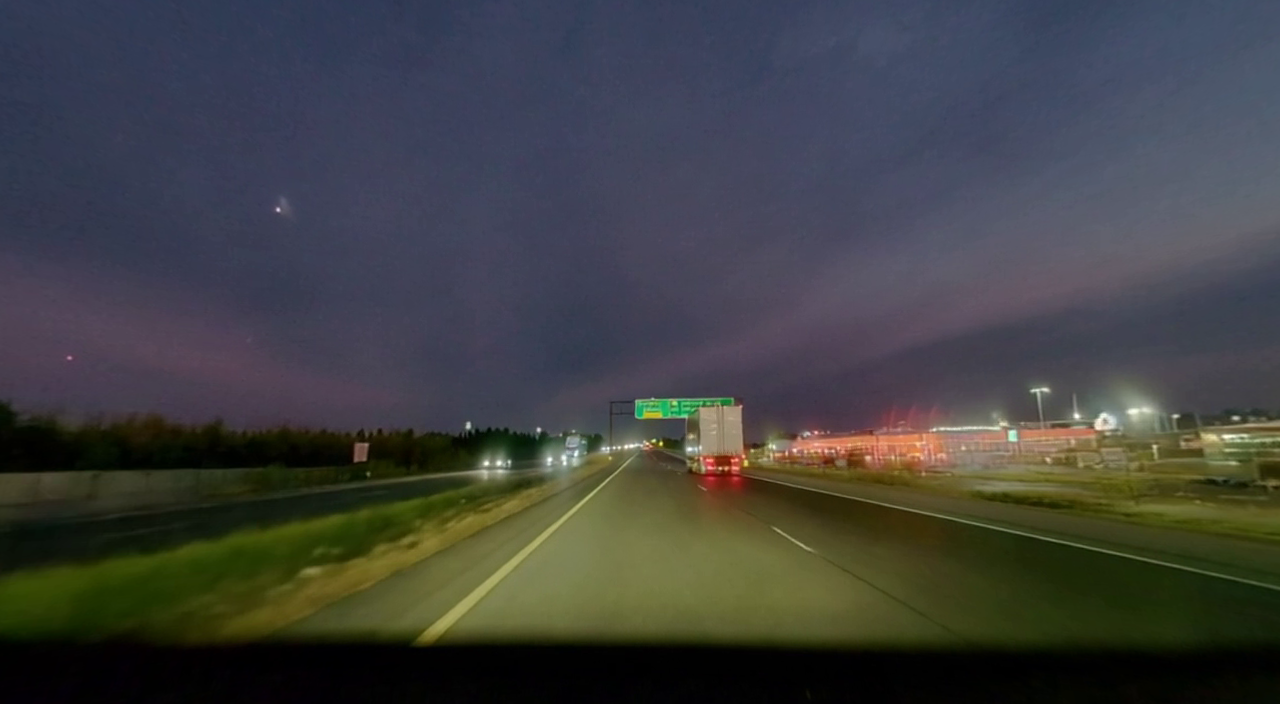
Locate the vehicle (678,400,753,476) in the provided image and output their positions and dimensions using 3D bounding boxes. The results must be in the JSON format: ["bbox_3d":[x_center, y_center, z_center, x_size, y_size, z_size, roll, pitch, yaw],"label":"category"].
[{"bbox_3d":[4.423,5.636,40.624,3.038,4.047,13.741,0,-9,0],"label":"vehicle"}]
